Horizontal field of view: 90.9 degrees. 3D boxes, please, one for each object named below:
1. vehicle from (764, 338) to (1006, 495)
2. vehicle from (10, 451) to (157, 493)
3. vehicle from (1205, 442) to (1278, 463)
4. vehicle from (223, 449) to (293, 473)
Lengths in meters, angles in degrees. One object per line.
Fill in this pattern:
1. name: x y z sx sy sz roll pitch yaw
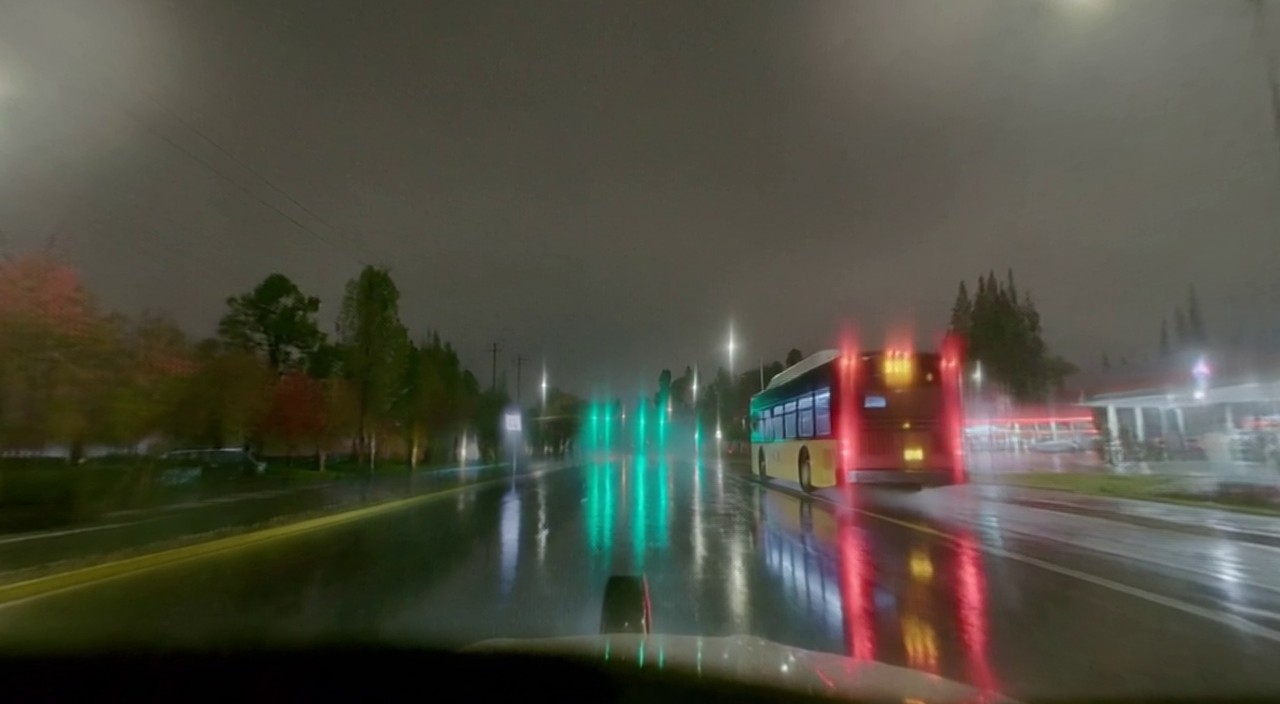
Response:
1. vehicle: 8.489 2.811 25.078 4.582 4.678 12.589 0 -8 0
2. vehicle: -24.316 5.232 27.672 4.325 1.716 2.358 0 -9 5
3. vehicle: 45.162 7.530 47.460 1.808 1.467 4.288 -2 -8 11
4. vehicle: -29.727 8.437 49.081 4.251 1.563 1.950 -3 -8 4
